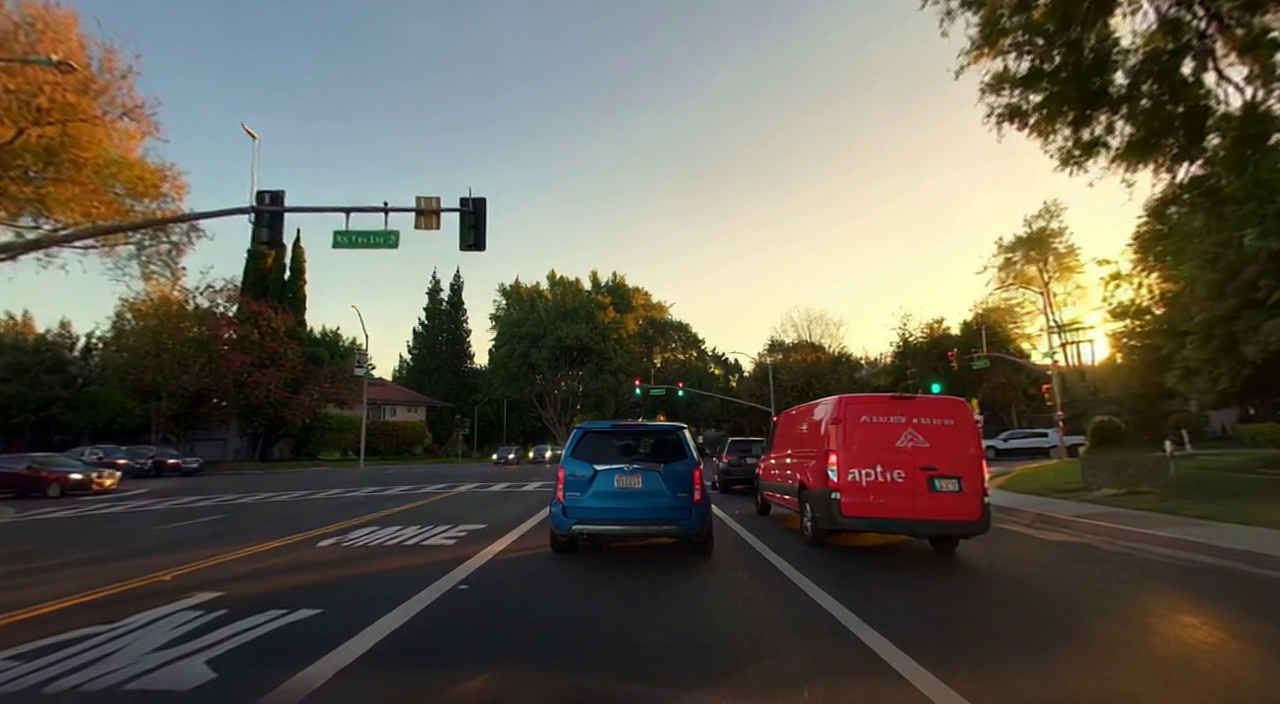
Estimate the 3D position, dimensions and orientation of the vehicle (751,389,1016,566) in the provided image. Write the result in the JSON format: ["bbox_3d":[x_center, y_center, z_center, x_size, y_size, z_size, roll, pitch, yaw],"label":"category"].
[{"bbox_3d":[3.045,1.683,9.067,2.059,1.924,4.257,0,-8,0],"label":"vehicle"}]

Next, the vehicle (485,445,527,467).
[{"bbox_3d":[-9.765,7.592,46.020,1.881,1.515,4.262,-1,-8,3],"label":"vehicle"}]

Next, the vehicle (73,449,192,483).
[{"bbox_3d":[-25.253,5.678,31.379,4.073,1.603,1.920,1,-9,-9],"label":"vehicle"}]

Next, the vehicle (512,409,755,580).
[{"bbox_3d":[-0.052,1.688,8.262,2.321,1.624,4.367,0,-8,0],"label":"vehicle"}]
